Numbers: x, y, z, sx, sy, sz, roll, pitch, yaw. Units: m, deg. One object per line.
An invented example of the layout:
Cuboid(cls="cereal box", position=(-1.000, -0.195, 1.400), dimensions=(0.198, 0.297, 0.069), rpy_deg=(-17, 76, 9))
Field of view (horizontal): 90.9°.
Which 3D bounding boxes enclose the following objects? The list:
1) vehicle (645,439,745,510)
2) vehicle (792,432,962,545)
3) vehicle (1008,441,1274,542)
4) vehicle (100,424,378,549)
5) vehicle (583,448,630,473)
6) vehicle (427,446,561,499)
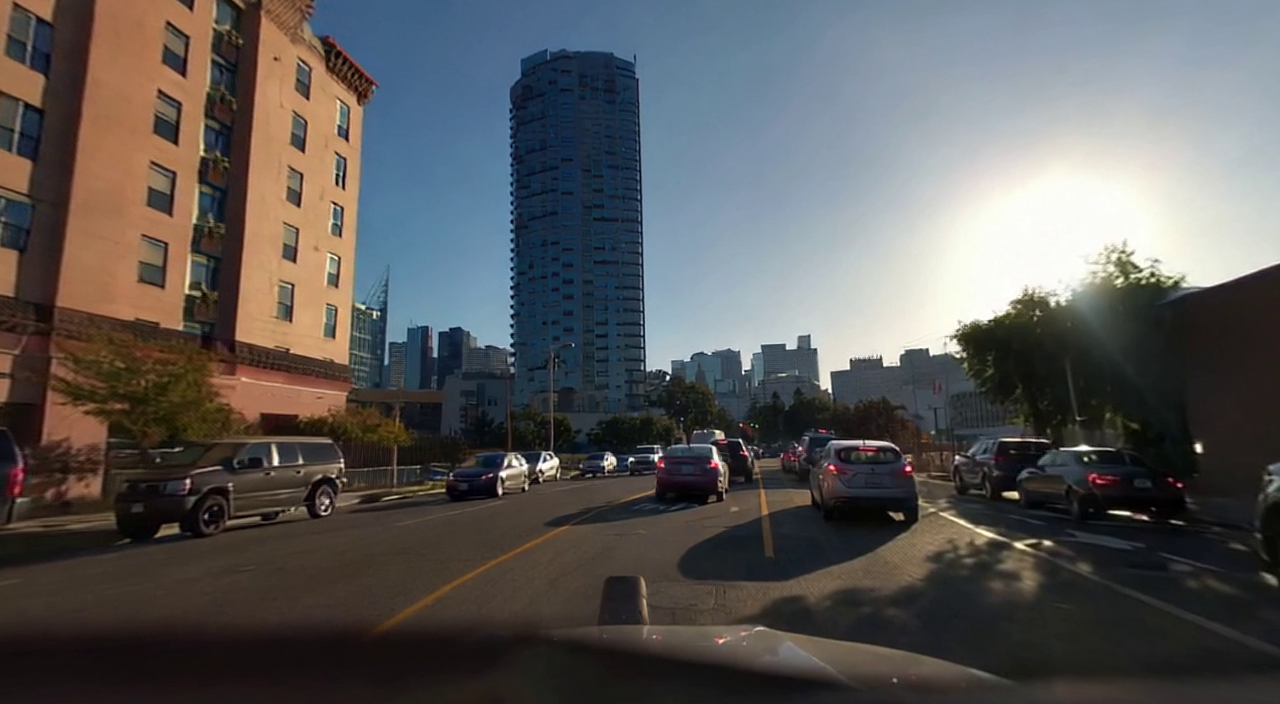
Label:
Cuboid(cls="vehicle", position=(1.441, 2.840, 15.155), dimensions=(2.031, 1.461, 3.763), rpy_deg=(-2, -8, 10))
Cuboid(cls="vehicle", position=(3.724, 2.161, 10.733), dimensions=(1.982, 1.510, 4.144), rpy_deg=(-2, -9, 11))
Cuboid(cls="vehicle", position=(9.067, 2.486, 12.097), dimensions=(1.901, 1.500, 4.729), rpy_deg=(-2, -8, 10))
Cuboid(cls="vehicle", position=(-7.459, 2.486, 12.393), dimensions=(1.934, 1.770, 4.546), rpy_deg=(-9, -9, 11))
Cuboid(cls="vehicle", position=(-2.124, 7.013, 40.940), dimensions=(2.040, 1.492, 4.318), rpy_deg=(-2, -9, 11))
Cuboid(cls="vehicle", position=(-4.643, 3.869, 20.758), dimensions=(1.928, 1.503, 4.322), rpy_deg=(-4, -9, 27))
